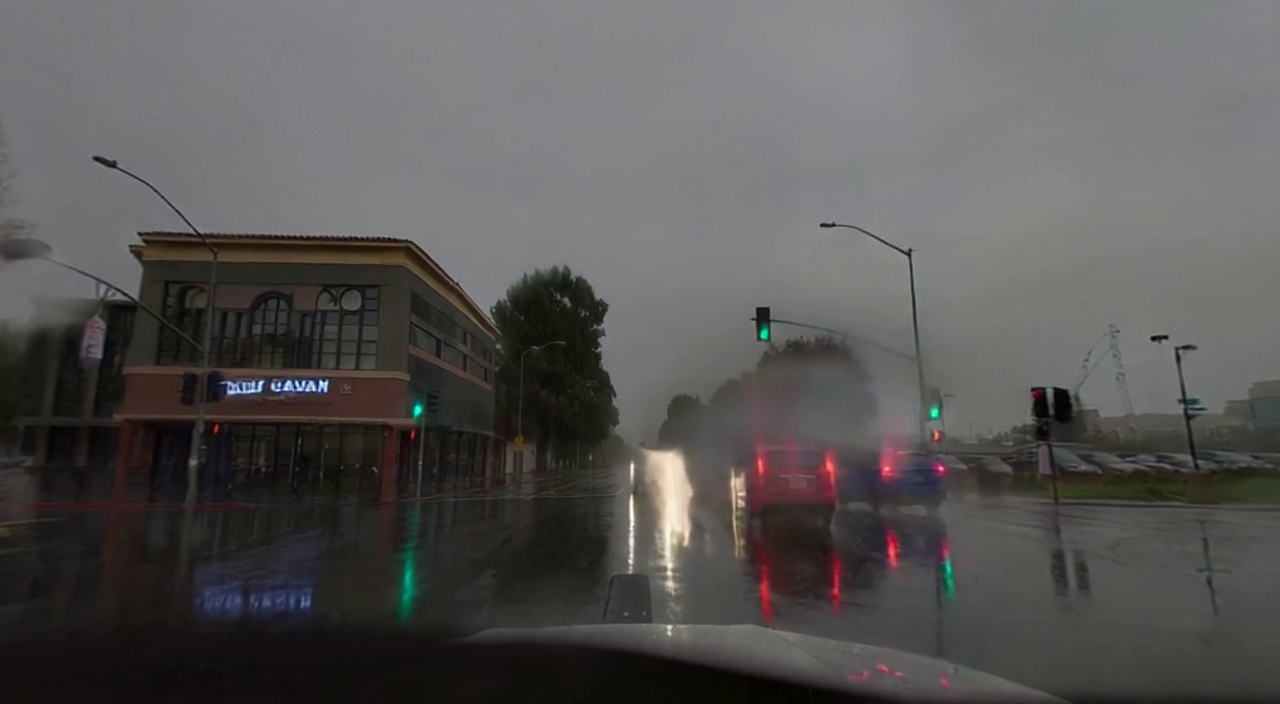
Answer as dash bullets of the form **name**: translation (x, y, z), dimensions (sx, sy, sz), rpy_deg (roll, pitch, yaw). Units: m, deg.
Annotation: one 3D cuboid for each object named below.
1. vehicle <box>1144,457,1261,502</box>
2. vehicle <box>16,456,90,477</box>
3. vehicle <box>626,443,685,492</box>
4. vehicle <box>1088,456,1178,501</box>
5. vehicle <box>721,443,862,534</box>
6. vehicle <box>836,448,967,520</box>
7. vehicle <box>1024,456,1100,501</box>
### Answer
- **vehicle**: translation (21.500, 4.834, 24.330), dimensions (2.066, 1.488, 4.158), rpy_deg (-4, -9, 24)
- **vehicle**: translation (-41.639, 8.108, 44.772), dimensions (3.391, 1.379, 1.562), rpy_deg (4, -9, -26)
- **vehicle**: translation (0.635, 5.099, 28.256), dimensions (2.390, 1.948, 5.344), rpy_deg (0, -8, 0)
- **vehicle**: translation (19.212, 4.888, 24.738), dimensions (1.791, 1.520, 3.649), rpy_deg (-4, -9, 23)
- **vehicle**: translation (3.229, 2.988, 14.583), dimensions (2.048, 1.725, 4.754), rpy_deg (0, -8, 0)
- **vehicle**: translation (6.855, 3.446, 17.034), dimensions (1.792, 1.682, 4.089), rpy_deg (0, -8, 1)
- **vehicle**: translation (16.826, 4.997, 25.314), dimensions (1.875, 1.543, 3.853), rpy_deg (-4, -9, 25)
